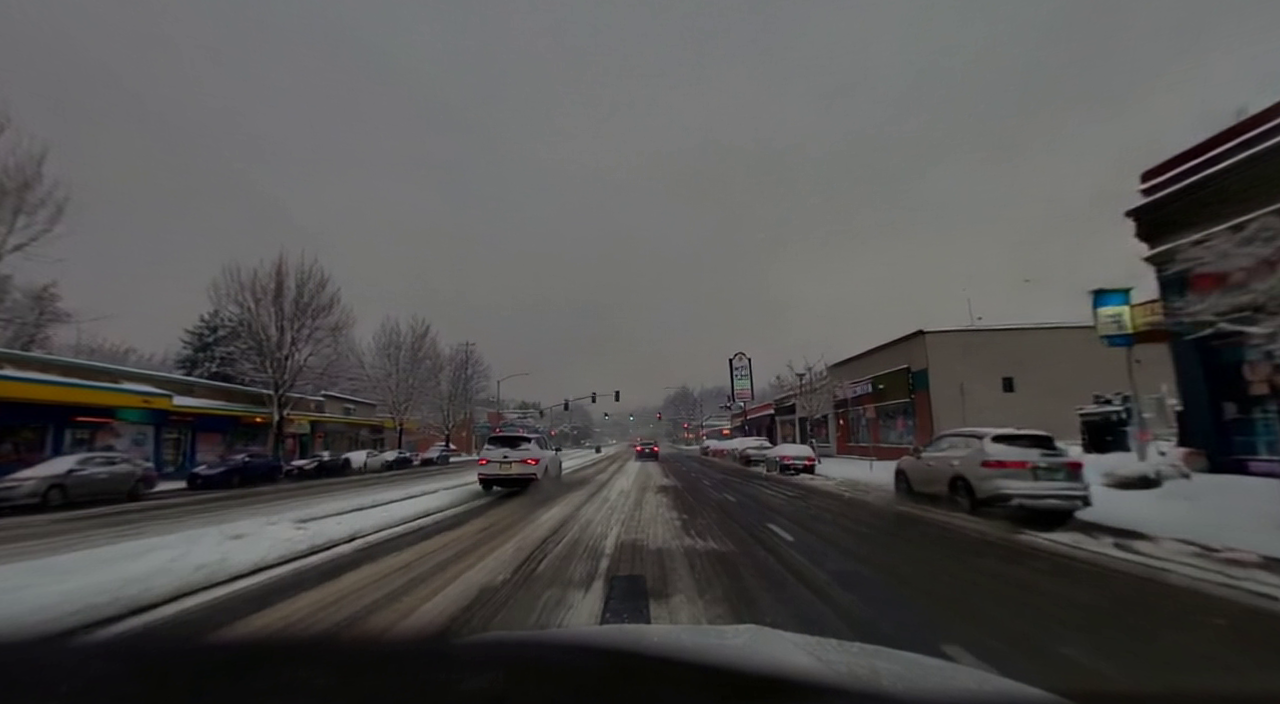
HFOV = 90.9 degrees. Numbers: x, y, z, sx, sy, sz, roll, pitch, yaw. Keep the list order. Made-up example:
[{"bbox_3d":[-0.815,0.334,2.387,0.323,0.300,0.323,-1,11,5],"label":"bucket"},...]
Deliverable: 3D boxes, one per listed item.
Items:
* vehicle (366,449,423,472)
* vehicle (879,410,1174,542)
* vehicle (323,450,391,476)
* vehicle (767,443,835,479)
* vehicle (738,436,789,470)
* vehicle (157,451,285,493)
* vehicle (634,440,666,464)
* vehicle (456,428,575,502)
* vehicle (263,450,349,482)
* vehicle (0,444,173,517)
[{"bbox_3d":[-16.656,7.354,43.033,2.046,1.458,4.539,0,-9,0],"label":"vehicle"},{"bbox_3d":[6.431,2.130,11.491,2.098,1.845,5.117,0,-9,0],"label":"vehicle"},{"bbox_3d":[-16.863,6.612,37.815,1.800,1.470,4.548,-1,-9,2],"label":"vehicle"},{"bbox_3d":[7.048,4.801,28.032,1.871,1.478,4.272,0,-9,0],"label":"vehicle"},{"bbox_3d":[7.111,5.869,36.848,2.005,1.858,5.253,0,-9,0],"label":"vehicle"},{"bbox_3d":[-16.989,4.845,25.933,1.984,1.494,4.815,0,-9,0],"label":"vehicle"},{"bbox_3d":[0.641,6.613,41.748,2.037,1.484,4.073,0,-9,0],"label":"vehicle"},{"bbox_3d":[-3.040,2.887,16.487,2.049,1.646,4.445,-1,-9,2],"label":"vehicle"},{"bbox_3d":[-17.007,5.809,32.362,1.788,1.475,4.737,0,-9,1],"label":"vehicle"},{"bbox_3d":[-17.078,3.756,19.018,2.293,1.736,4.871,-2,-6,0],"label":"vehicle"}]
